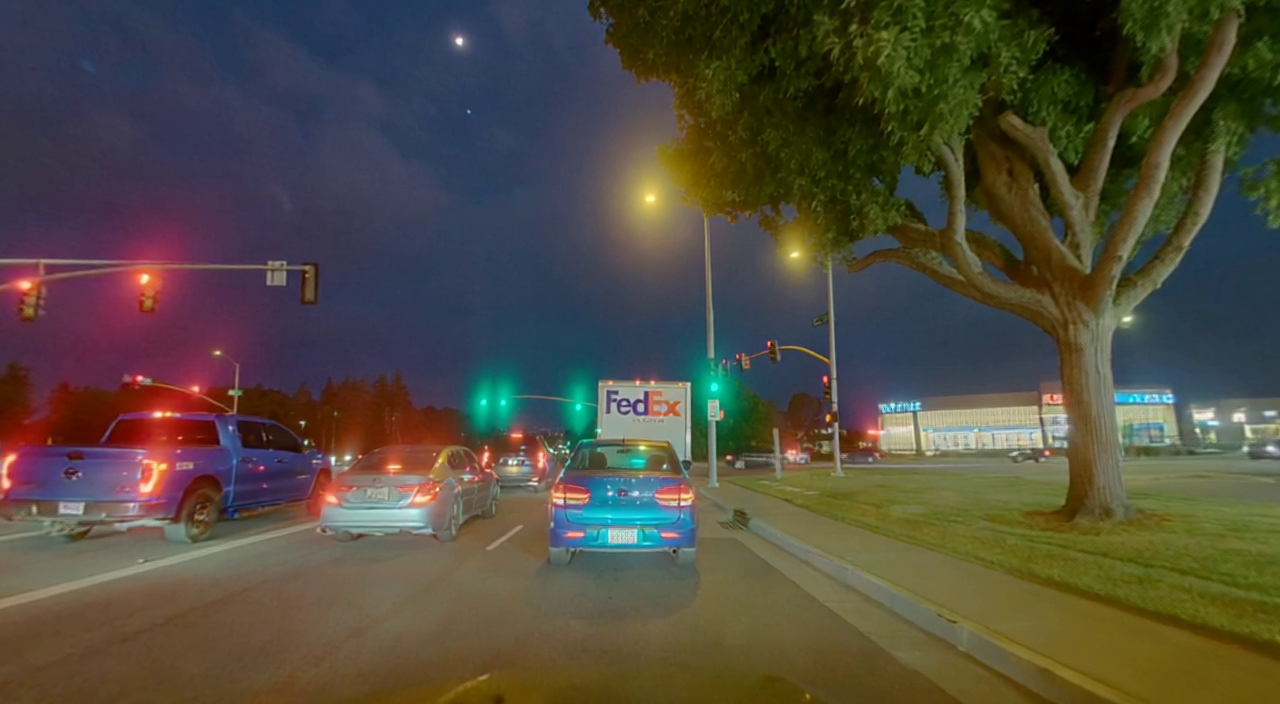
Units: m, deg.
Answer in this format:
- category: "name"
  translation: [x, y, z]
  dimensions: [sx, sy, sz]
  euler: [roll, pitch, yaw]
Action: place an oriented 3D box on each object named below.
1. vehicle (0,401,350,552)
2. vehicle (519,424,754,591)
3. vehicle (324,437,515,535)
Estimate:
- category: "vehicle"
  translation: [-7.267, 1.983, 10.745]
  dimensions: [2.125, 1.893, 5.498]
  euler: [0, -9, -2]
- category: "vehicle"
  translation: [-0.036, 1.748, 7.953]
  dimensions: [2.145, 1.513, 4.269]
  euler: [0, -9, 0]
- category: "vehicle"
  translation: [-3.855, 2.402, 11.949]
  dimensions: [1.949, 1.487, 4.390]
  euler: [0, -9, 1]
